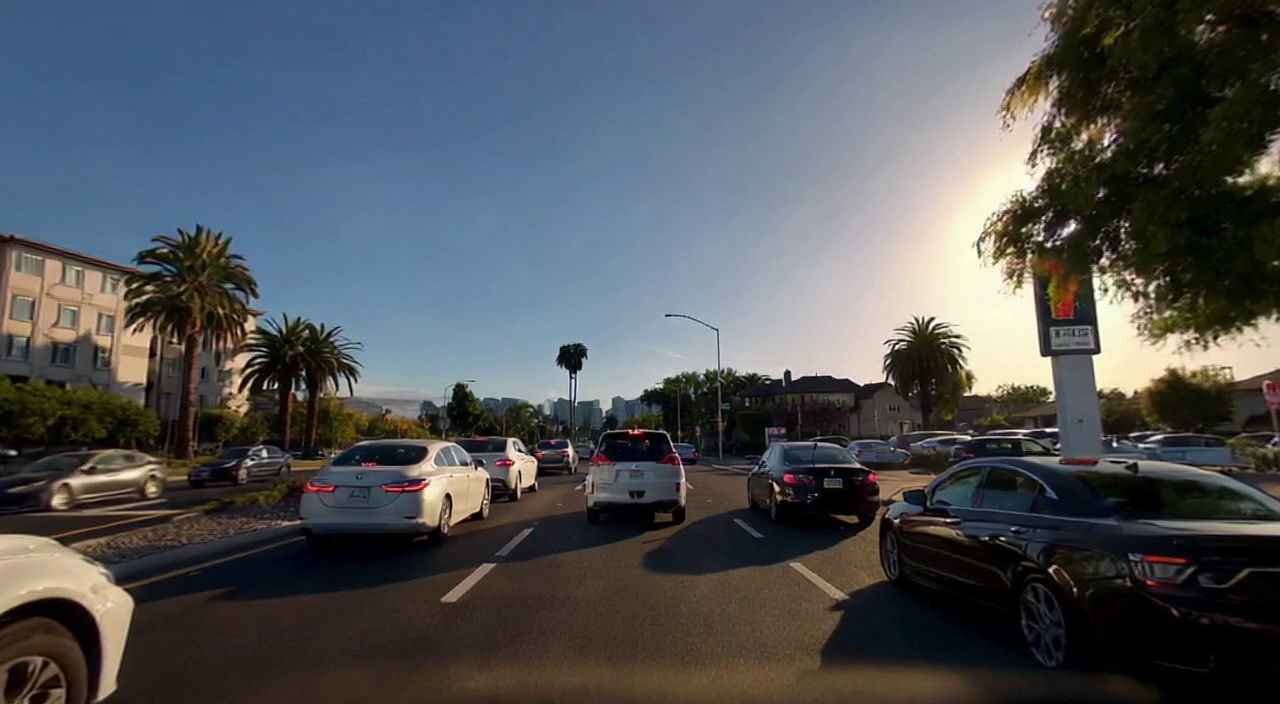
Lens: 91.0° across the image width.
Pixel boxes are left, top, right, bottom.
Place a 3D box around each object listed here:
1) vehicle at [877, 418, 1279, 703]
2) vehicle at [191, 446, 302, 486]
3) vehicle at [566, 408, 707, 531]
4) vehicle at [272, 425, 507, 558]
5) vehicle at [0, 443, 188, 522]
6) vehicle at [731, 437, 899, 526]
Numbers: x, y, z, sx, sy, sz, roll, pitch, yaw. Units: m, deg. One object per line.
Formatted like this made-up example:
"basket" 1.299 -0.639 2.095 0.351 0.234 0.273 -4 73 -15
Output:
"vehicle" 3.583 1.314 4.709 1.867 1.448 4.436 0 -8 0
"vehicle" -16.301 4.712 26.404 1.813 1.480 4.486 0 -8 -1
"vehicle" -0.105 2.122 11.895 2.164 1.867 4.254 0 -8 -1
"vehicle" -3.329 1.914 9.382 1.864 1.505 4.202 0 -8 -2
"vehicle" -12.871 2.846 14.336 1.892 1.495 4.372 0 -8 0
"vehicle" 3.281 2.514 12.932 1.977 1.480 4.589 0 -8 -2
